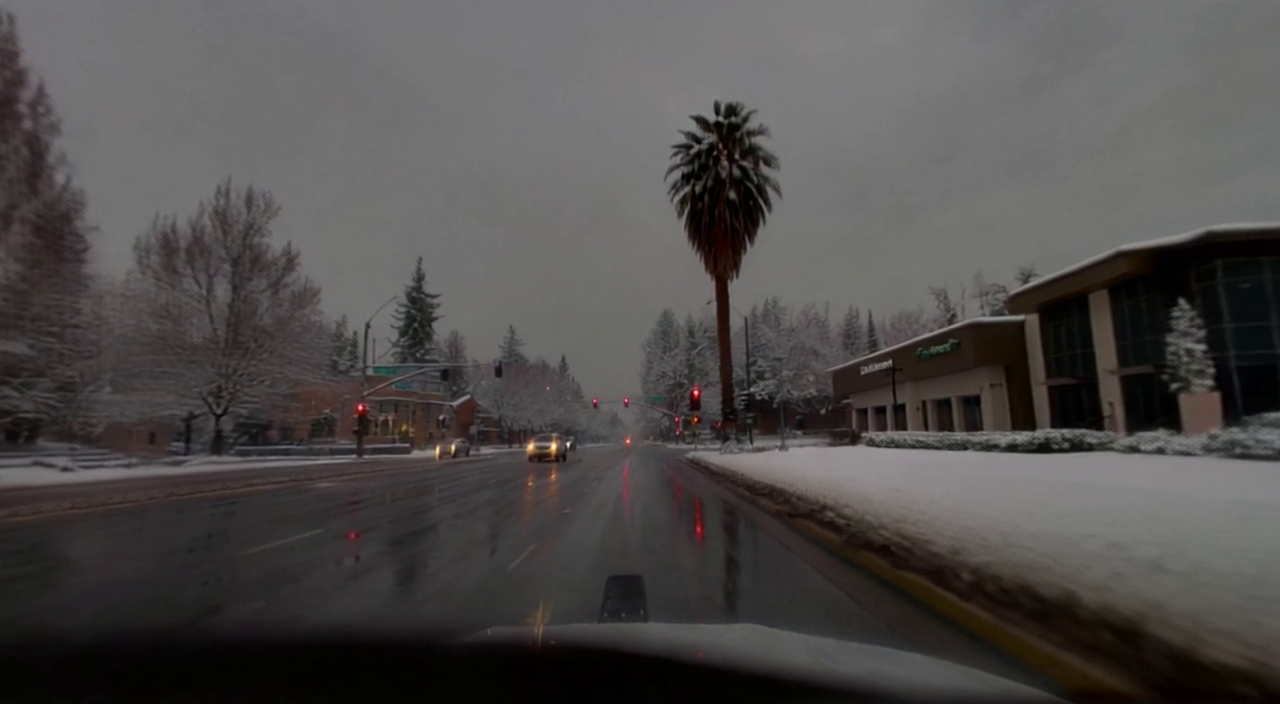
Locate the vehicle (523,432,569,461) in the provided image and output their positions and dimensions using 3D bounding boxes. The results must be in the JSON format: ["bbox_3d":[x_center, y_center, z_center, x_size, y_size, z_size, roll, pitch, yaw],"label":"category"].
[{"bbox_3d":[-6.006,6.061,40.539,2.121,1.731,4.707,0,-8,1],"label":"vehicle"}]
